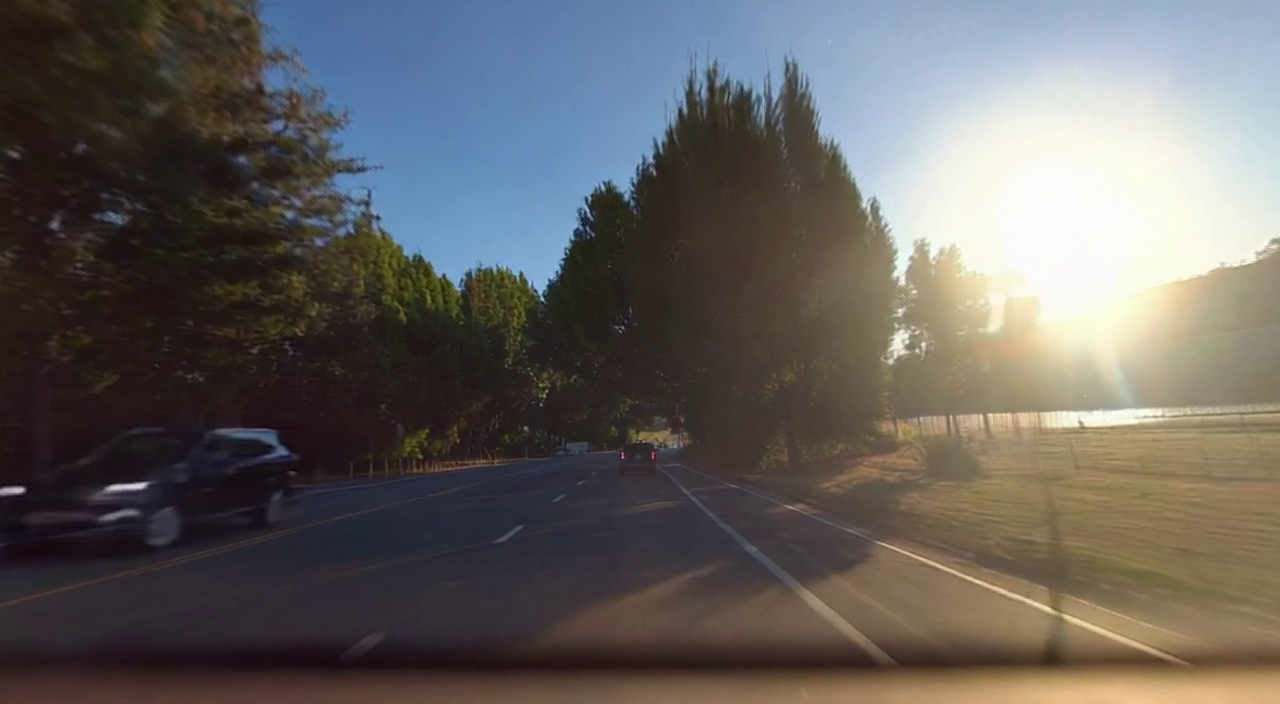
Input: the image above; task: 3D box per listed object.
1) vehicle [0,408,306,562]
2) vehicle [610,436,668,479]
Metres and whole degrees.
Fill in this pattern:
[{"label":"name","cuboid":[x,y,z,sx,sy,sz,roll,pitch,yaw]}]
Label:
[{"label":"vehicle","cuboid":[-7.269,1.860,9.410,2.185,1.713,4.365,1,-9,-1]},{"label":"vehicle","cuboid":[-0.064,4.590,27.577,2.294,1.708,4.110,1,-9,-1]}]
